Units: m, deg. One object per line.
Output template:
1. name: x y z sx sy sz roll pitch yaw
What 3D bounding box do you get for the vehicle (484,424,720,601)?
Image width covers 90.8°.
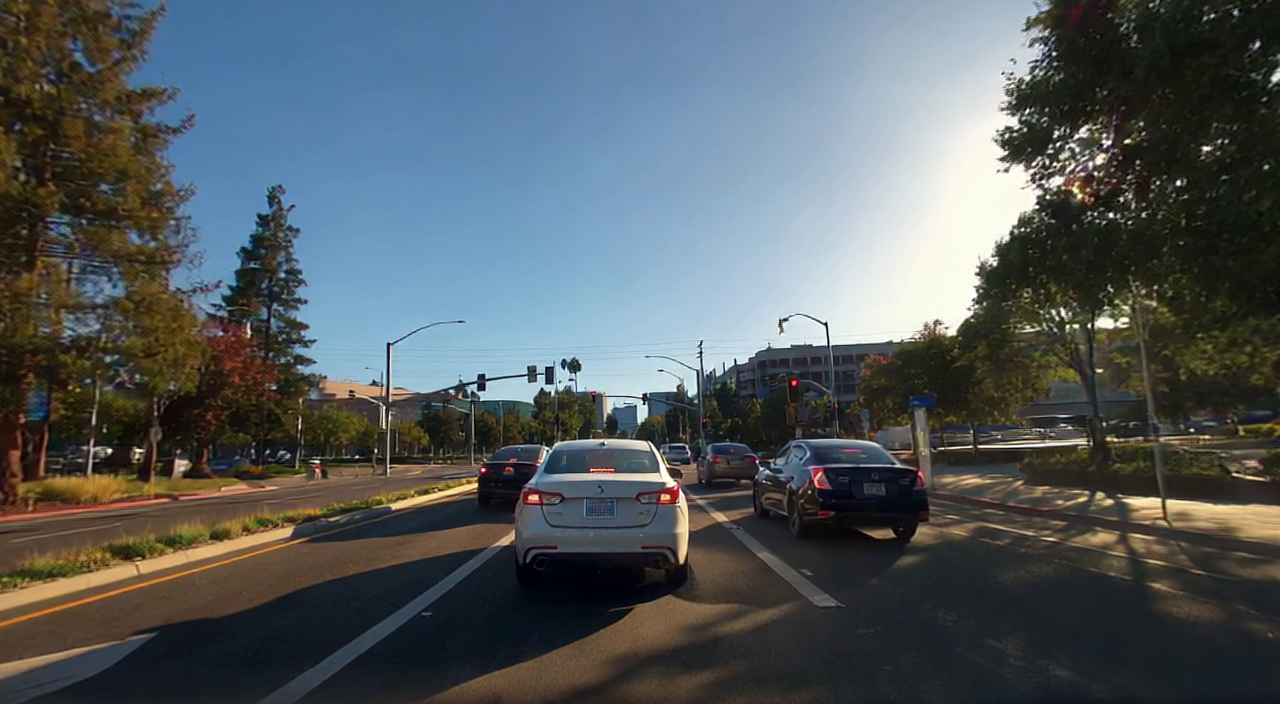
1. vehicle: -0.351 1.639 7.237 2.006 1.487 3.535 0 -9 -1

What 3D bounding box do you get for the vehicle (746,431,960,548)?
1. vehicle: 3.116 2.100 10.340 1.910 1.474 4.263 0 -9 -2
